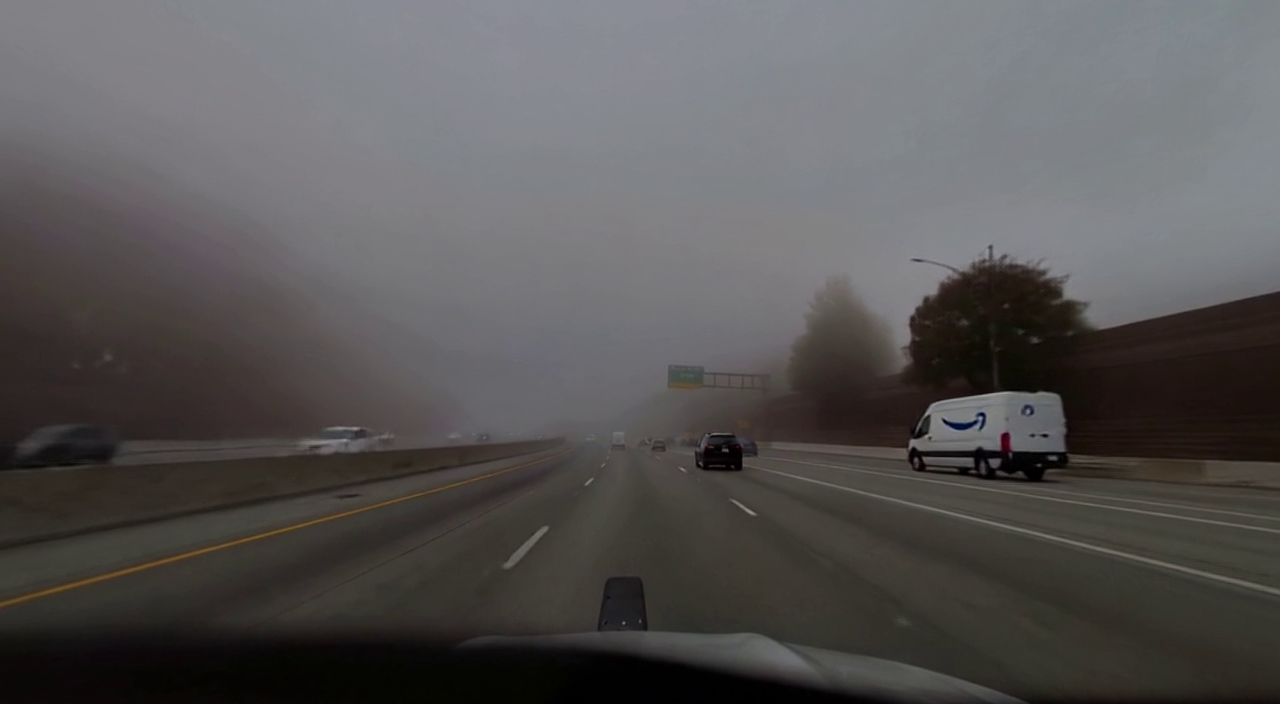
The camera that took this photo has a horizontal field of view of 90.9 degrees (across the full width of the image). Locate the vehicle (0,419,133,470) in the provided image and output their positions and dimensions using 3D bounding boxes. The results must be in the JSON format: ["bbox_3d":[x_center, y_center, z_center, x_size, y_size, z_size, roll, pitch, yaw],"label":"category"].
[{"bbox_3d":[-21.536,3.406,23.228,1.915,1.683,4.596,0,-8,-1],"label":"vehicle"}]

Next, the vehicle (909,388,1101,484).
[{"bbox_3d":[12.200,2.949,21.998,2.274,2.802,6.802,0,-8,-3],"label":"vehicle"}]

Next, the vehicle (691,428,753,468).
[{"bbox_3d":[3.698,4.453,29.388,2.141,1.732,4.279,0,-8,-2],"label":"vehicle"}]

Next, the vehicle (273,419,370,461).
[{"bbox_3d":[-14.265,3.995,28.581,2.040,1.705,4.620,0,-8,-1],"label":"vehicle"}]
